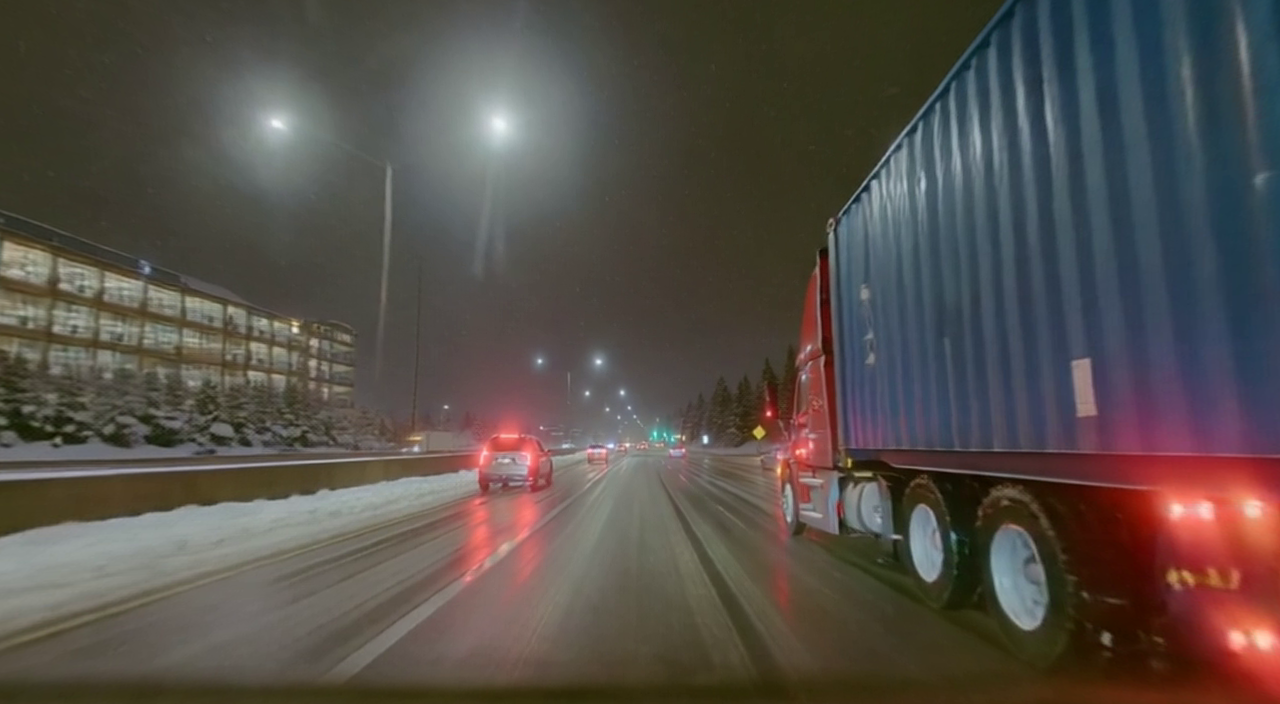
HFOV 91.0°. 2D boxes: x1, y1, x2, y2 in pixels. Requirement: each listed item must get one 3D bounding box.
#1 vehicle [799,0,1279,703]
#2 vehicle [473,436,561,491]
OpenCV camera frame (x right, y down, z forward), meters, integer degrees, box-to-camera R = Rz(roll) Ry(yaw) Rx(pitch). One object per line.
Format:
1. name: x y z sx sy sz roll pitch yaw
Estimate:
1. vehicle: 3.657 0.222 5.311 3.089 3.779 6.420 0 -9 2
2. vehicle: -3.785 3.499 20.087 1.954 1.528 4.010 0 -9 0
